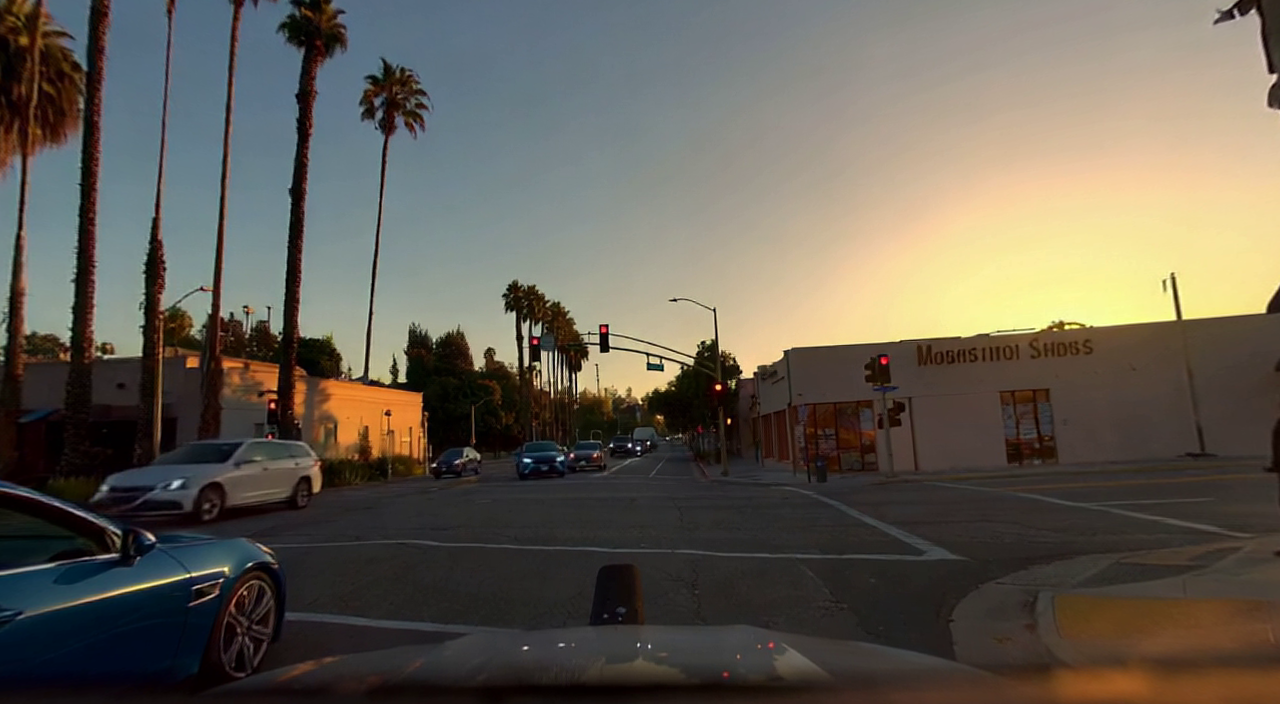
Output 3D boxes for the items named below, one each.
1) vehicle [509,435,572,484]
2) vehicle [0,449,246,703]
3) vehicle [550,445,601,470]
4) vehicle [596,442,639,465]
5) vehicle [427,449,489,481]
[{"bbox_3d":[-4.055,4.220,25.117,2.092,1.709,4.775,2,-9,-13],"label":"vehicle"},{"bbox_3d":[-3.704,1.016,2.242,1.850,1.325,4.295,0,-9,0],"label":"vehicle"},{"bbox_3d":[-4.041,6.698,40.393,1.839,1.468,4.549,-2,-9,12],"label":"vehicle"},{"bbox_3d":[-1.689,7.778,48.545,2.072,1.613,4.386,-3,-9,15],"label":"vehicle"},{"bbox_3d":[-11.386,7.052,39.803,1.870,1.705,4.426,-7,-10,11],"label":"vehicle"}]
